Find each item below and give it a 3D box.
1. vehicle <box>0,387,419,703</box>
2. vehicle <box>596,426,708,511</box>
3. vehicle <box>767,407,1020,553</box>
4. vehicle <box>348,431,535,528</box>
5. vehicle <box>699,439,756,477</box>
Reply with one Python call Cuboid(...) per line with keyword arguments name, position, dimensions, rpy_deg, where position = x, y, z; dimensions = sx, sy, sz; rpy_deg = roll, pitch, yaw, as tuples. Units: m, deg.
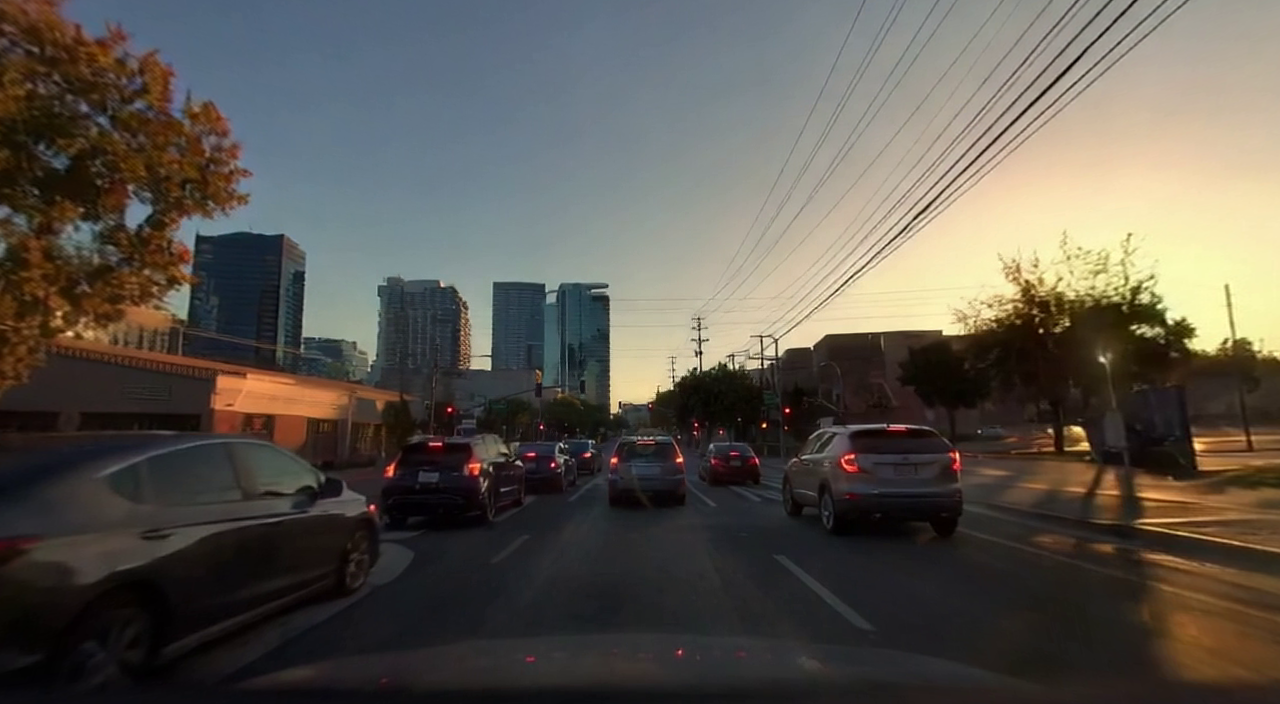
Cuboid(name="vehicle", position=(-3.221, 1.185, 4.187), dimensions=(2.104, 1.488, 4.546), rpy_deg=(0, -8, -4))
Cuboid(name="vehicle", position=(0.219, 2.611, 14.538), dimensions=(2.200, 1.653, 4.127), rpy_deg=(0, -8, 0))
Cuboid(name="vehicle", position=(3.464, 1.855, 9.776), dimensions=(2.024, 1.711, 4.512), rpy_deg=(0, -8, 0))
Cuboid(name="vehicle", position=(-3.498, 2.346, 12.226), dimensions=(2.124, 1.500, 4.626), rpy_deg=(0, -8, 0))
Cuboid(name="vehicle", position=(3.780, 4.672, 28.005), dimensions=(1.880, 1.503, 4.130), rpy_deg=(0, -8, -1))
